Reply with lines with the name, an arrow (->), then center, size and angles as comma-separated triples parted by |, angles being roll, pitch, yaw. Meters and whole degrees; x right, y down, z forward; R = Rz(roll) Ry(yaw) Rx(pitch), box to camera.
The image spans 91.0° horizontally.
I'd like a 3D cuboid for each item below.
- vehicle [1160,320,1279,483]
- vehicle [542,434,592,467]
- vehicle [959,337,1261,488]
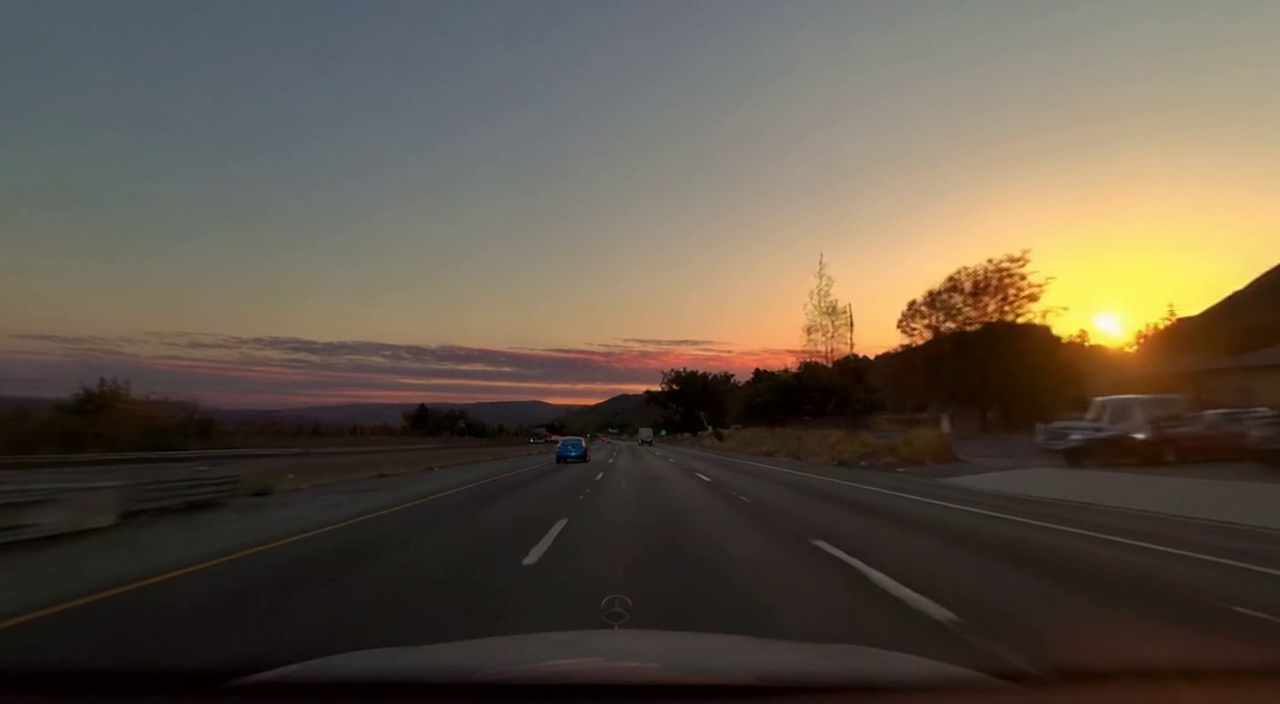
vehicle -> 17.307, 1.207, 14.620 | 2.909, 4.017, 8.582 | 4, -6, -3
vehicle -> -3.823, 5.221, 33.654 | 2.206, 1.604, 4.374 | 0, -8, 0
vehicle -> 16.525, 2.383, 23.880 | 2.935, 4.242, 10.799 | 4, -7, -2
